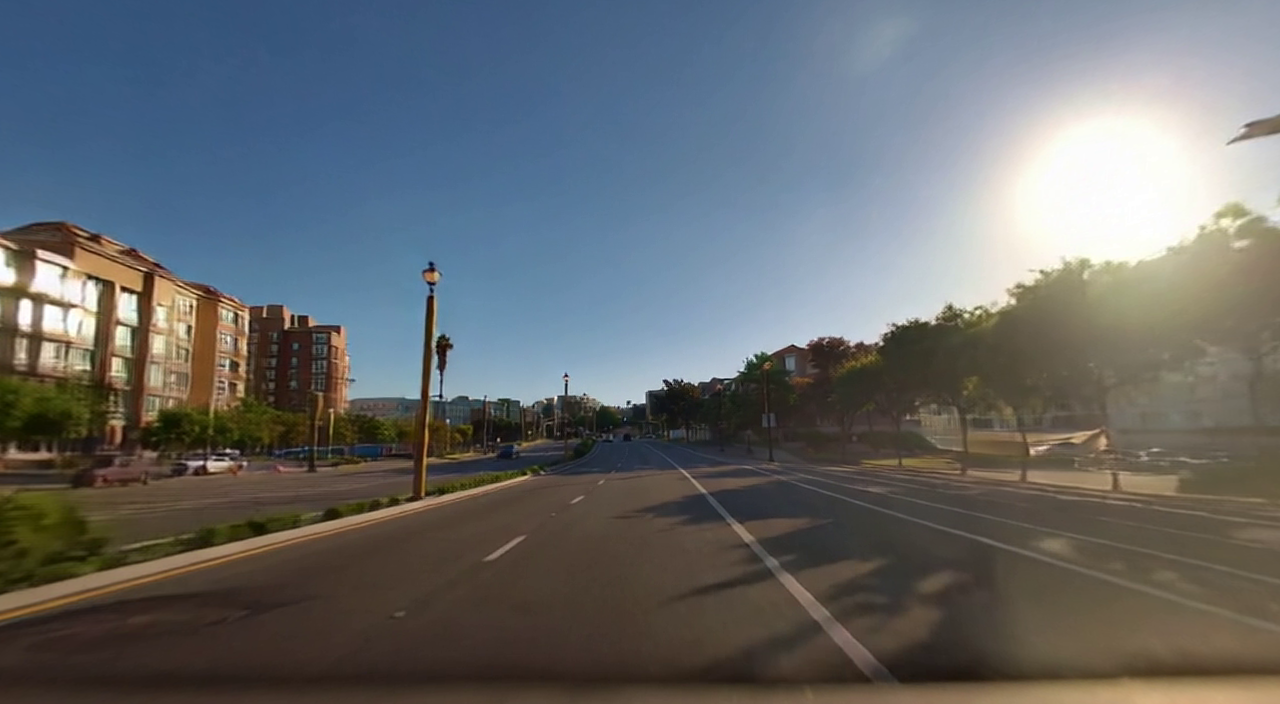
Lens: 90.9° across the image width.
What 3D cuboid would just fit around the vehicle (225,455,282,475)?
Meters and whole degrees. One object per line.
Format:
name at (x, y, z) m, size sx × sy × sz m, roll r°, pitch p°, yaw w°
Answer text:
vehicle at (-28.655, 8.392, 46.859) m, size 1.629 × 1.411 × 3.897 m, roll -1°, pitch -9°, yaw 2°

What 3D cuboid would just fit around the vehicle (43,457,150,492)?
vehicle at (-28.925, 6.498, 33.735) m, size 1.828 × 1.680 × 4.219 m, roll 0°, pitch -8°, yaw 2°

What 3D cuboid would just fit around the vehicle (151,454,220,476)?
vehicle at (-34.228, 8.506, 47.556) m, size 3.844 × 1.533 × 1.734 m, roll 4°, pitch -9°, yaw -25°
